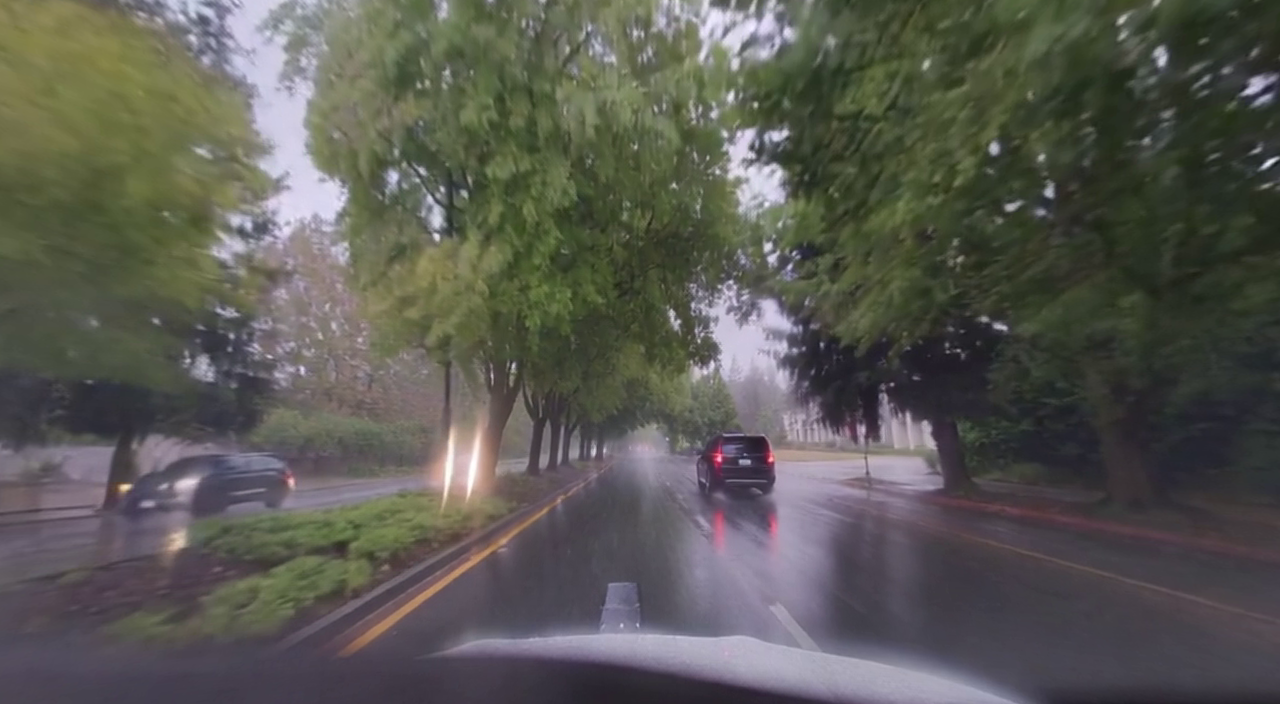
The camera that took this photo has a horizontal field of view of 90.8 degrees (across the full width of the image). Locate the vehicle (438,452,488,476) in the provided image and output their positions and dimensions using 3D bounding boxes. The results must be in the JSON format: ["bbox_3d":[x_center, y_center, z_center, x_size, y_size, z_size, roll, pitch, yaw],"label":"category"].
[{"bbox_3d":[-11.704,7.441,42.163,1.968,1.476,4.631,0,-9,1],"label":"vehicle"}]

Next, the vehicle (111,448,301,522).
[{"bbox_3d":[-11.545,3.504,17.295,2.003,1.733,4.392,0,-9,1],"label":"vehicle"}]

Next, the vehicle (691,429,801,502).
[{"bbox_3d":[2.709,3.036,17.298,2.164,1.725,4.285,0,-9,-1],"label":"vehicle"}]
